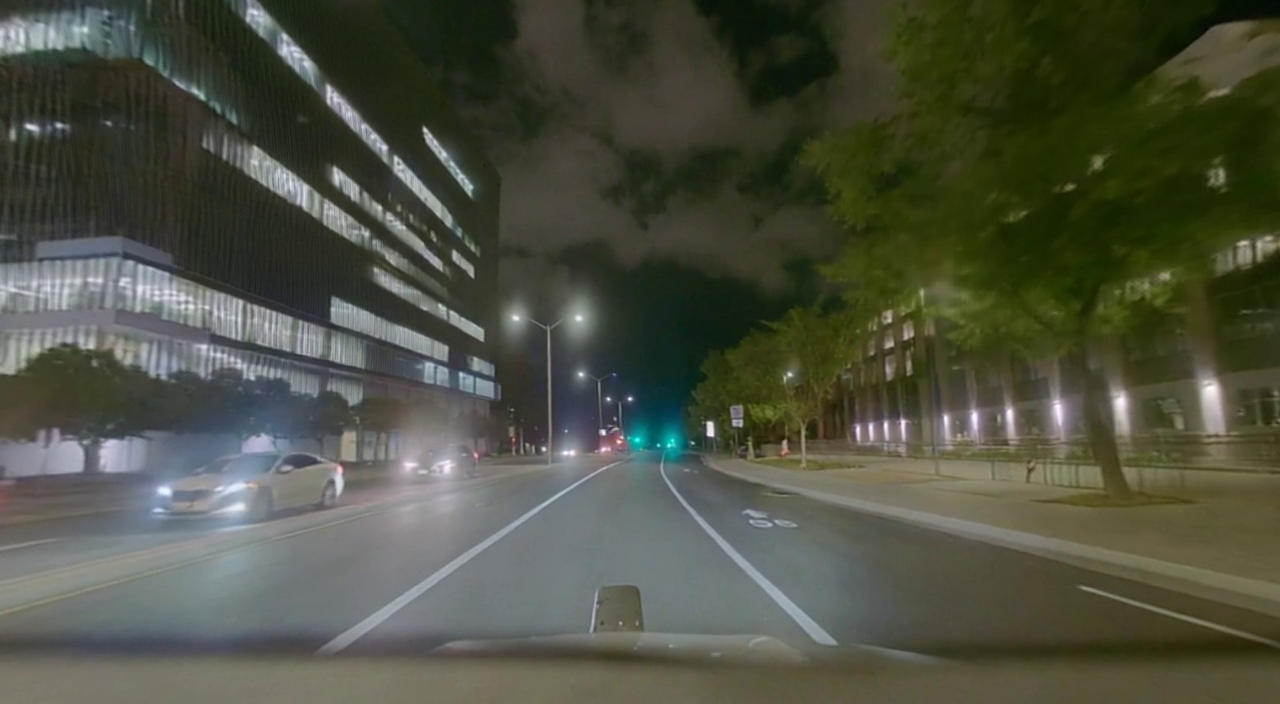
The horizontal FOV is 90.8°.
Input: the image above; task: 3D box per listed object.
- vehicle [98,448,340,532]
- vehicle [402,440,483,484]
[{"bbox_3d":[-8.687,2.835,13.734,1.983,1.486,4.707,0,-8,0],"label":"vehicle"},{"bbox_3d":[-8.521,4.783,27.755,1.988,1.755,4.568,0,-9,1],"label":"vehicle"}]
